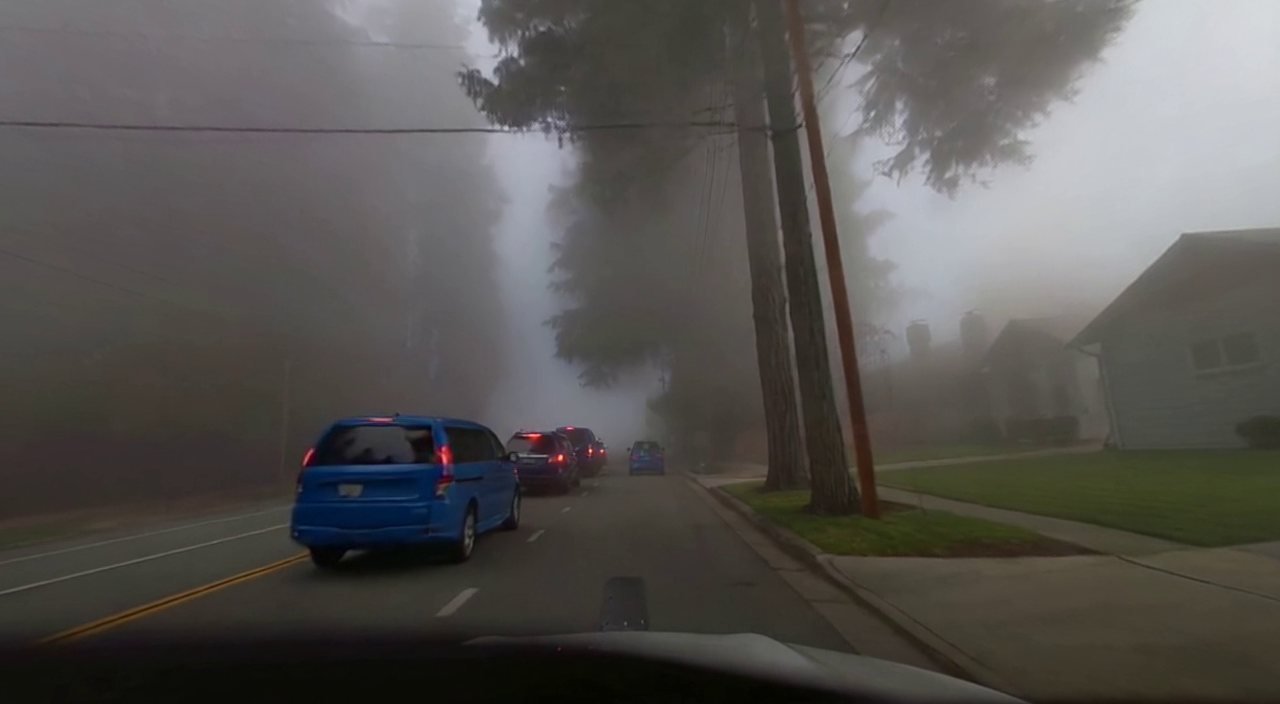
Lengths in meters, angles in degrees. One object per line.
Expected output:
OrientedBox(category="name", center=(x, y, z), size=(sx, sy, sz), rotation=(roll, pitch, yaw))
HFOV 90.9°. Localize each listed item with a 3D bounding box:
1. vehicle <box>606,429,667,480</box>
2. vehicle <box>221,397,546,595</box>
OrientedBox(category="vehicle", center=(-0.132, 3.840, 23.733), size=(2.120, 1.718, 3.909), rotation=(0, -9, 0))
OrientedBox(category="vehicle", center=(-2.641, 1.617, 7.903), size=(2.157, 1.765, 4.303), rotation=(0, -9, 1))
